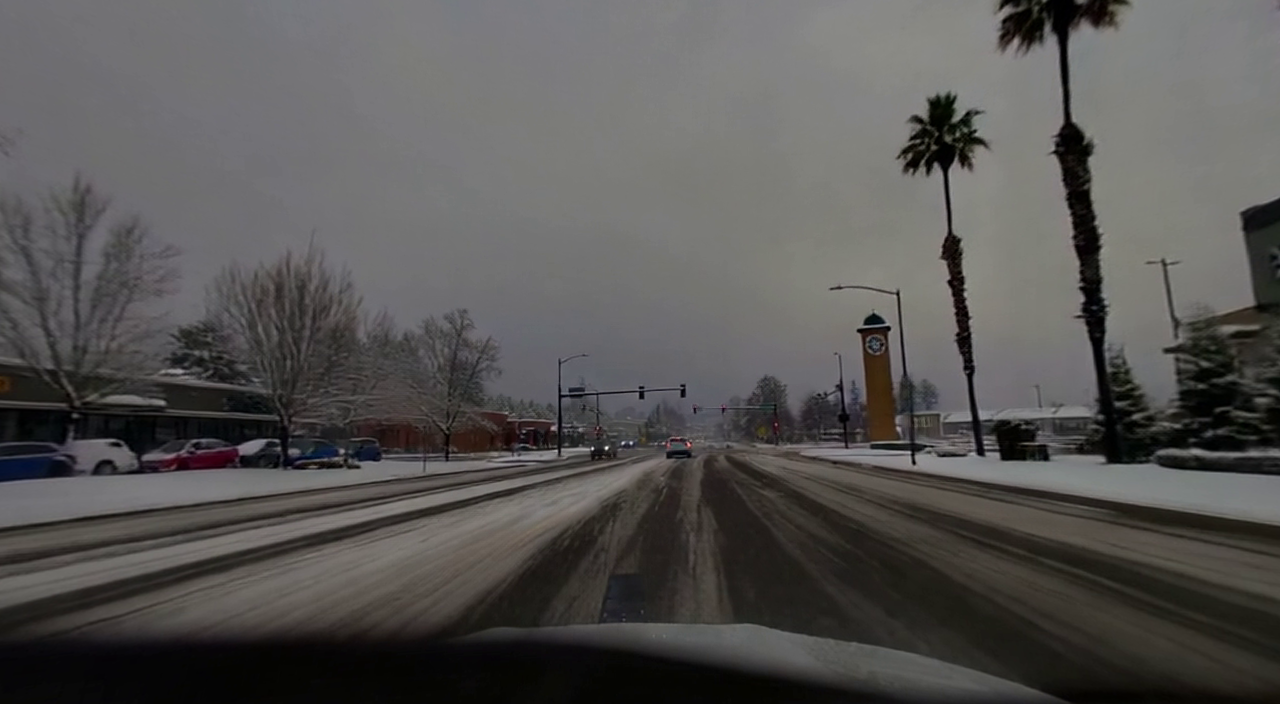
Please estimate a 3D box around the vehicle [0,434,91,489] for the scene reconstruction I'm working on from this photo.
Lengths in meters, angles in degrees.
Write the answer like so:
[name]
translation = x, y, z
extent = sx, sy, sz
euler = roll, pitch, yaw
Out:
[vehicle]
translation = -22.474, 3.858, 22.178
extent = 4.407, 1.736, 2.023
euler = -2, -6, 3
